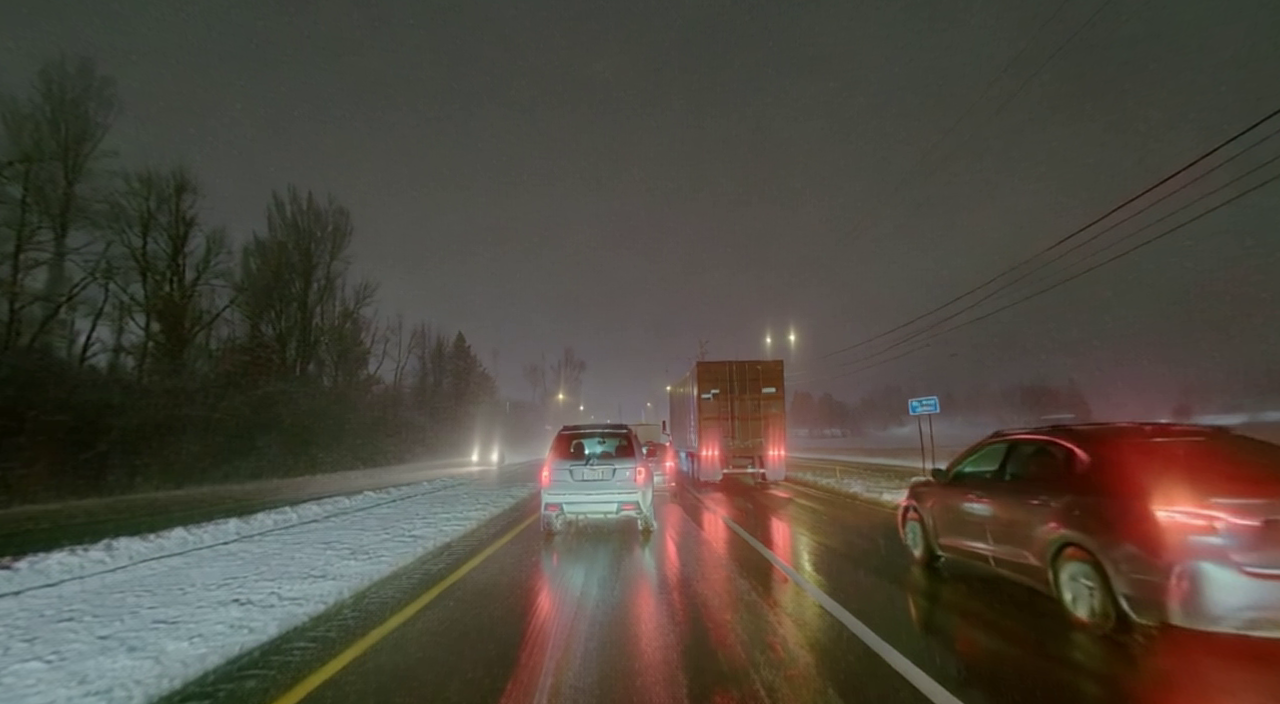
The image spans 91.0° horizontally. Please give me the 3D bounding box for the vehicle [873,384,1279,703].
[{"bbox_3d":[3.595,1.187,4.603,1.960,1.515,4.713,0,-8,0],"label":"vehicle"}]

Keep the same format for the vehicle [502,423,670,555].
[{"bbox_3d":[-0.695,1.936,9.611,2.009,1.554,4.013,0,-8,-1],"label":"vehicle"}]

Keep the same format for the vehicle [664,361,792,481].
[{"bbox_3d":[3.469,3.630,30.956,3.591,4.290,16.696,0,-8,-1],"label":"vehicle"}]

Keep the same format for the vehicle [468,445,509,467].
[{"bbox_3d":[-11.589,7.942,48.352,2.029,1.617,4.260,0,-8,2],"label":"vehicle"}]
